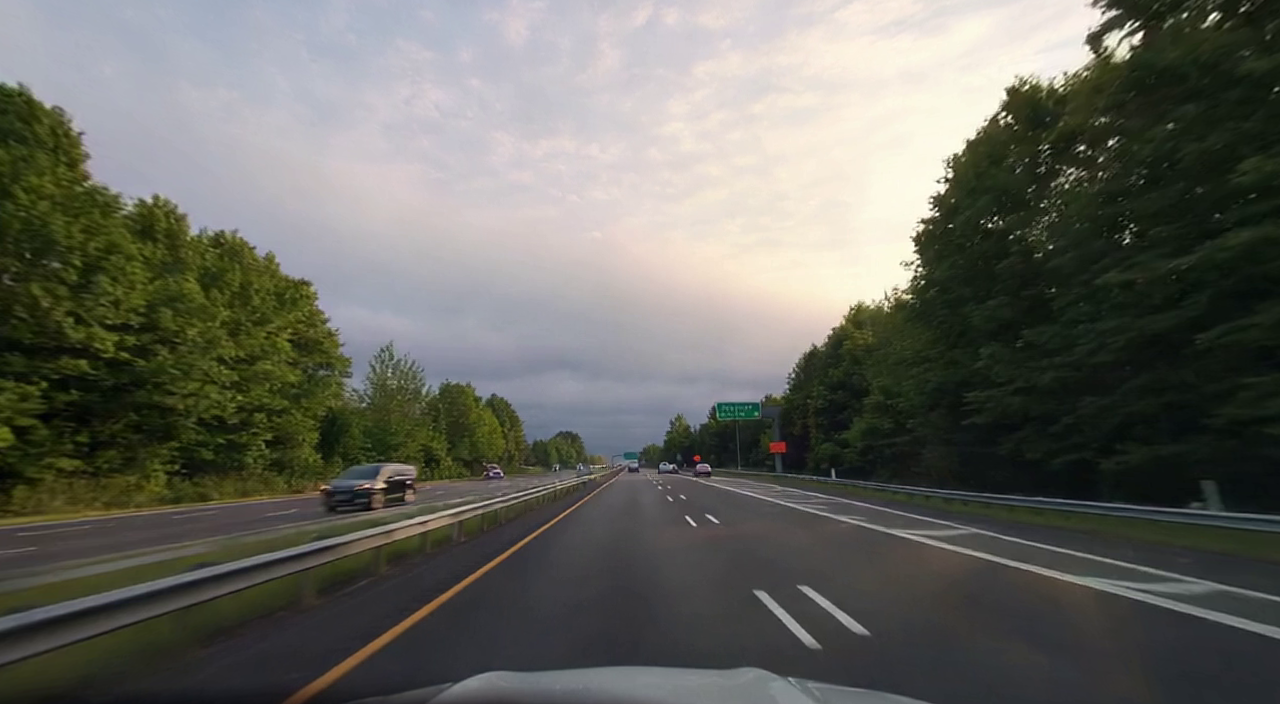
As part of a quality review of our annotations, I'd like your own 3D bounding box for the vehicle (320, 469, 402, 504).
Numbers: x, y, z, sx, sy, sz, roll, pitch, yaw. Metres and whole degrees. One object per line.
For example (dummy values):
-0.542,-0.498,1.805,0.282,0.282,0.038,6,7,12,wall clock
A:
-13.122,6.325,29.941,1.851,1.496,4.537,1,-10,-1,vehicle
